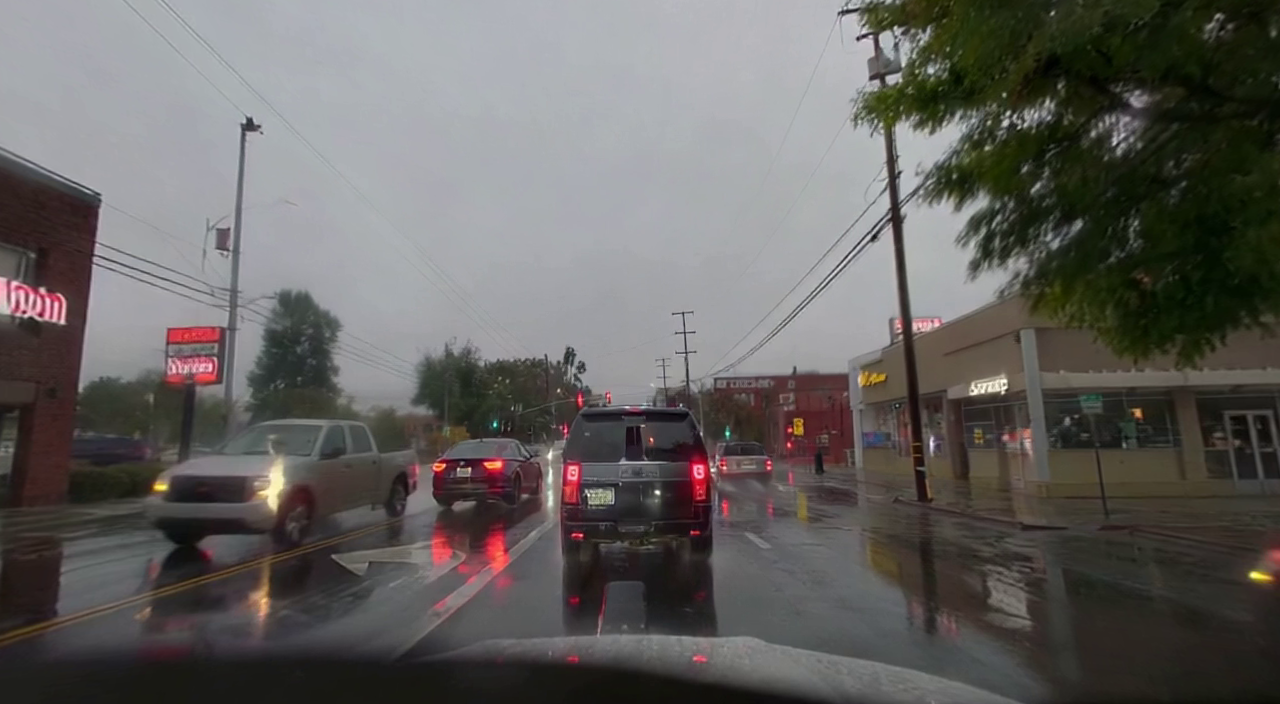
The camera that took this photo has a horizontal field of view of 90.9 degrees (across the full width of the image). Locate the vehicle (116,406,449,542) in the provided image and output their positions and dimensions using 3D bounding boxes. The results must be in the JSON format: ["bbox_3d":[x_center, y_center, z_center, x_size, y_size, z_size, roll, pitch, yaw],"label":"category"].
[{"bbox_3d":[-6.547,2.377,13.098,3.233,2.097,6.390,0,-8,-1],"label":"vehicle"}]

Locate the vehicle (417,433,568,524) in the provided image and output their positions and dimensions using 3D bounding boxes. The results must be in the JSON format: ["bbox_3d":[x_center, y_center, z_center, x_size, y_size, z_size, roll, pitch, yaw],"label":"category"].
[{"bbox_3d":[-2.857,2.550,13.356,1.975,1.570,4.456,0,-8,2],"label":"vehicle"}]

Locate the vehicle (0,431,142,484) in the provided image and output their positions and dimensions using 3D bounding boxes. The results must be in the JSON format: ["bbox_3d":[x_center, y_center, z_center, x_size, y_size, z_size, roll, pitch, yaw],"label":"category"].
[{"bbox_3d":[-24.264,4.299,26.024,2.131,1.887,6.053,-1,-8,5],"label":"vehicle"}]

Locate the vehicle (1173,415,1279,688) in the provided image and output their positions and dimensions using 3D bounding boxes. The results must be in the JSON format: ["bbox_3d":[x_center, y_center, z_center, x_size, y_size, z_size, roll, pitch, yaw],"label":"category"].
[{"bbox_3d":[4.604,0.871,1.772,1.994,1.545,4.919,0,-8,2],"label":"vehicle"}]

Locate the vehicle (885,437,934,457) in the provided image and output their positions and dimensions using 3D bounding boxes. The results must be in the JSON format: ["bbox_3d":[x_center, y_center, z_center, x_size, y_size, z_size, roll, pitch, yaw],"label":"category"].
[{"bbox_3d":[21.089,7.474,49.491,1.889,1.496,4.092,0,-9,-3],"label":"vehicle"}]

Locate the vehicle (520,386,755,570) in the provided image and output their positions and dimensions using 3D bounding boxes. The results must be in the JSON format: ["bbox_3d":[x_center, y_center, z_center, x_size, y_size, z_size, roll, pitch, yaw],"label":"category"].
[{"bbox_3d":[-0.056,1.803,9.851,2.638,2.065,5.313,0,-8,-1],"label":"vehicle"}]
